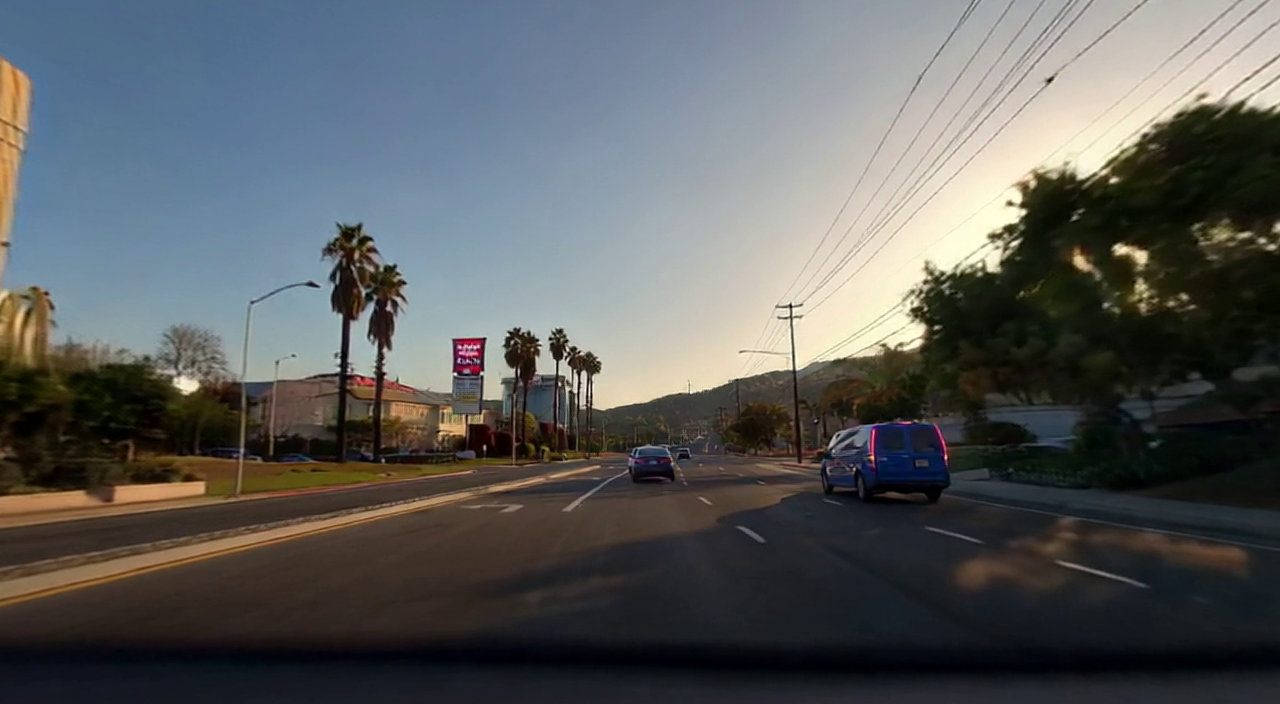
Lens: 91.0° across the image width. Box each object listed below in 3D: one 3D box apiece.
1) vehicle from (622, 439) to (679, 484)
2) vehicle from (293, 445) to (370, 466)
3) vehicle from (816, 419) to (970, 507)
[{"bbox_3d":[0.453,4.411,25.588,2.138,1.672,4.168,0,-9,2],"label":"vehicle"},{"bbox_3d":[-23.597,7.914,48.255,4.942,1.557,2.032,-1,-9,8],"label":"vehicle"},{"bbox_3d":[6.257,2.813,16.278,2.107,1.928,4.471,0,-9,0],"label":"vehicle"}]
